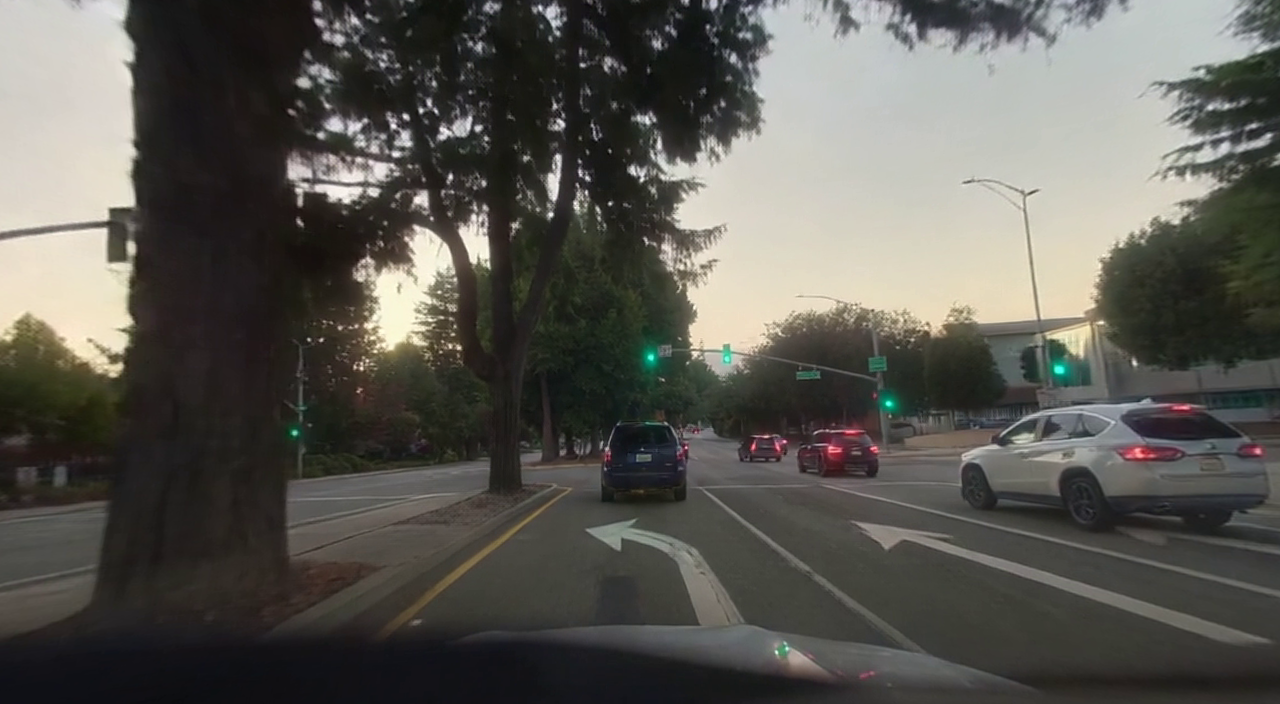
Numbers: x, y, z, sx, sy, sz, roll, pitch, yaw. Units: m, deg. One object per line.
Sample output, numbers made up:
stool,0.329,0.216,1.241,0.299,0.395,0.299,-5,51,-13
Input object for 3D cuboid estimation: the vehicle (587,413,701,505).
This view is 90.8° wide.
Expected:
vehicle,0.037,2.510,15.163,2.353,1.894,4.122,0,-8,-1

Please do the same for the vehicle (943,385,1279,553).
vehicle,7.148,1.698,9.795,2.251,1.873,5.346,0,-8,0

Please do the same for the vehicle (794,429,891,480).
vehicle,7.090,3.622,22.613,2.025,1.642,4.189,0,-8,-1

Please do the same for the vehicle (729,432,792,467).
vehicle,6.702,5.490,35.685,2.440,1.775,4.791,0,-8,-2
